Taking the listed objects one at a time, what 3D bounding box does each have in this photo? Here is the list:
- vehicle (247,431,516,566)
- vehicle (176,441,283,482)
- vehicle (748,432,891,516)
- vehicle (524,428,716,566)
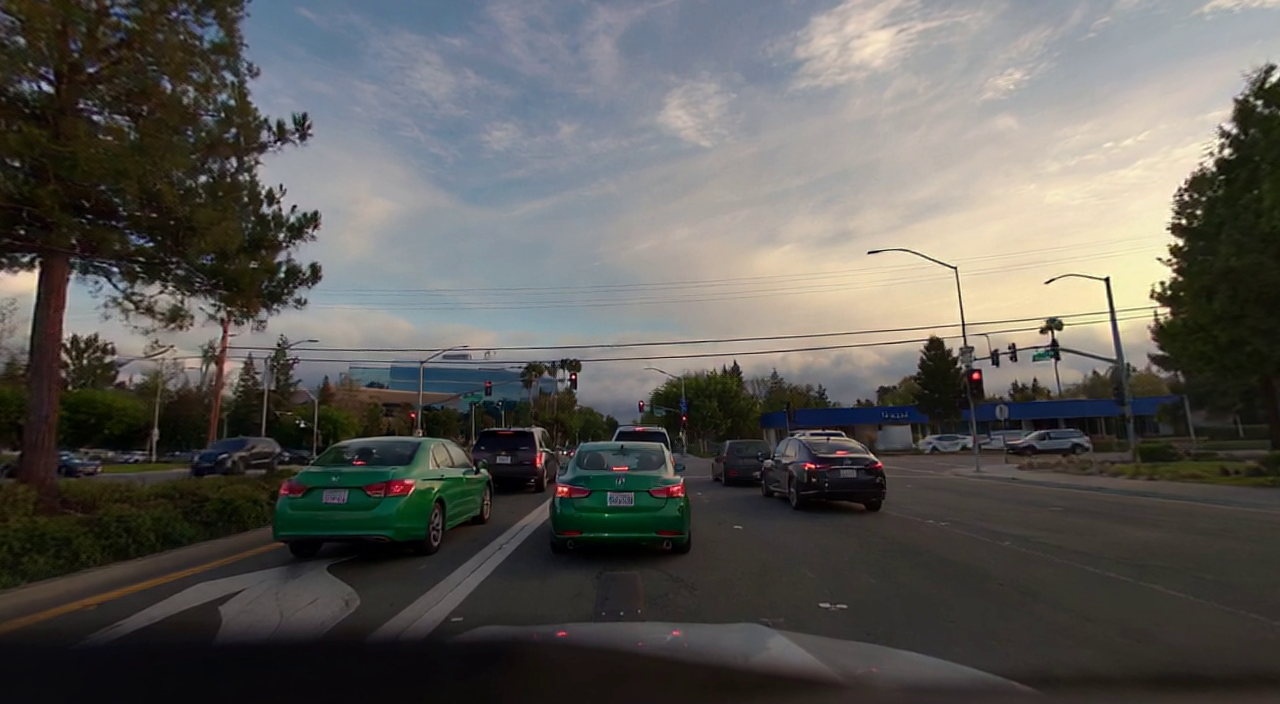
[{"bbox_3d":[-3.211,1.887,8.934,1.917,1.441,4.128,-1,-8,2],"label":"vehicle"},{"bbox_3d":[-18.083,4.802,28.139,2.094,1.654,4.786,1,-8,-8],"label":"vehicle"},{"bbox_3d":[3.536,2.467,13.266,1.880,1.476,3.932,0,-8,1],"label":"vehicle"},{"bbox_3d":[-0.222,1.830,8.698,2.041,1.450,3.847,0,-8,0],"label":"vehicle"}]
